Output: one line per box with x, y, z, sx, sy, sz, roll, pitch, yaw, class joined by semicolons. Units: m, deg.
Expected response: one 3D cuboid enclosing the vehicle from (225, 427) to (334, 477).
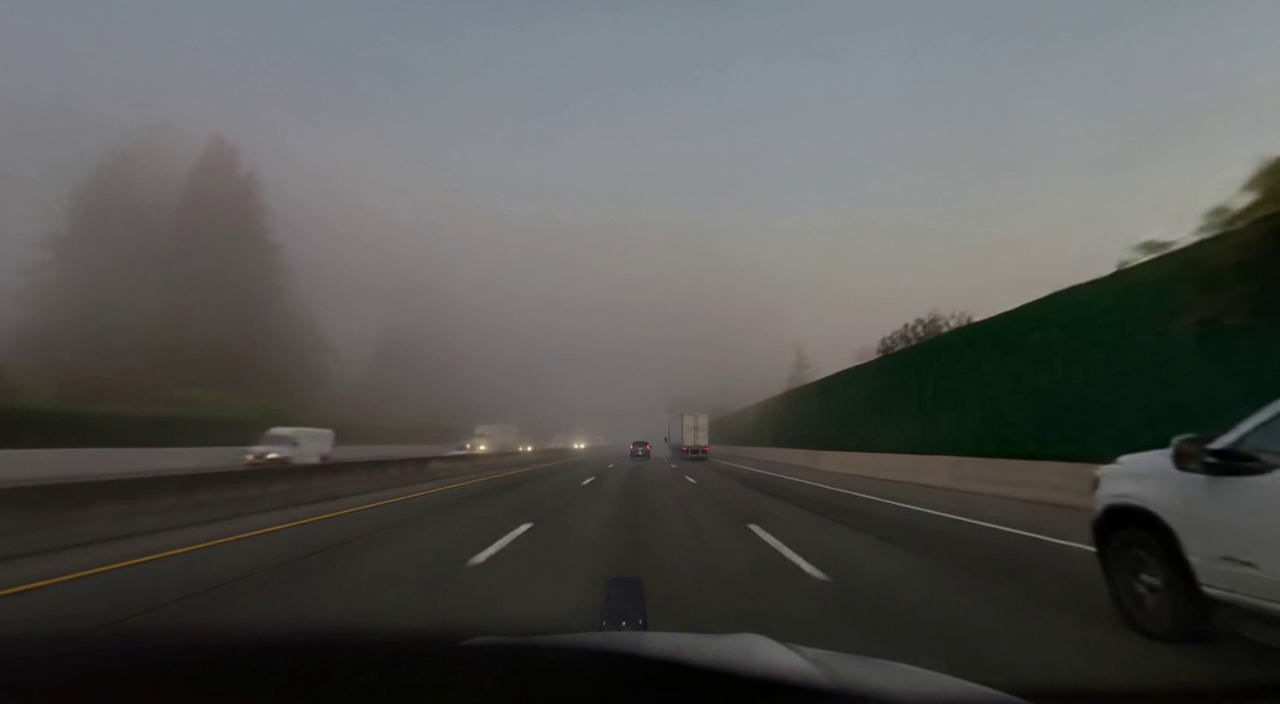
-17.508;4.880;30.982;2.201;2.226;5.156;0;-8;1;vehicle

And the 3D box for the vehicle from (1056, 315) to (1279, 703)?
4.302;0.645;2.096;2.209;1.943;5.262;0;-8;0;vehicle

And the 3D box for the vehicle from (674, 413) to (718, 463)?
4.079;6.539;47.625;2.742;3.383;8.285;0;-8;1;vehicle

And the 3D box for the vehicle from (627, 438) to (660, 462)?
0.261;7.498;48.472;2.389;1.760;4.473;0;-8;0;vehicle
